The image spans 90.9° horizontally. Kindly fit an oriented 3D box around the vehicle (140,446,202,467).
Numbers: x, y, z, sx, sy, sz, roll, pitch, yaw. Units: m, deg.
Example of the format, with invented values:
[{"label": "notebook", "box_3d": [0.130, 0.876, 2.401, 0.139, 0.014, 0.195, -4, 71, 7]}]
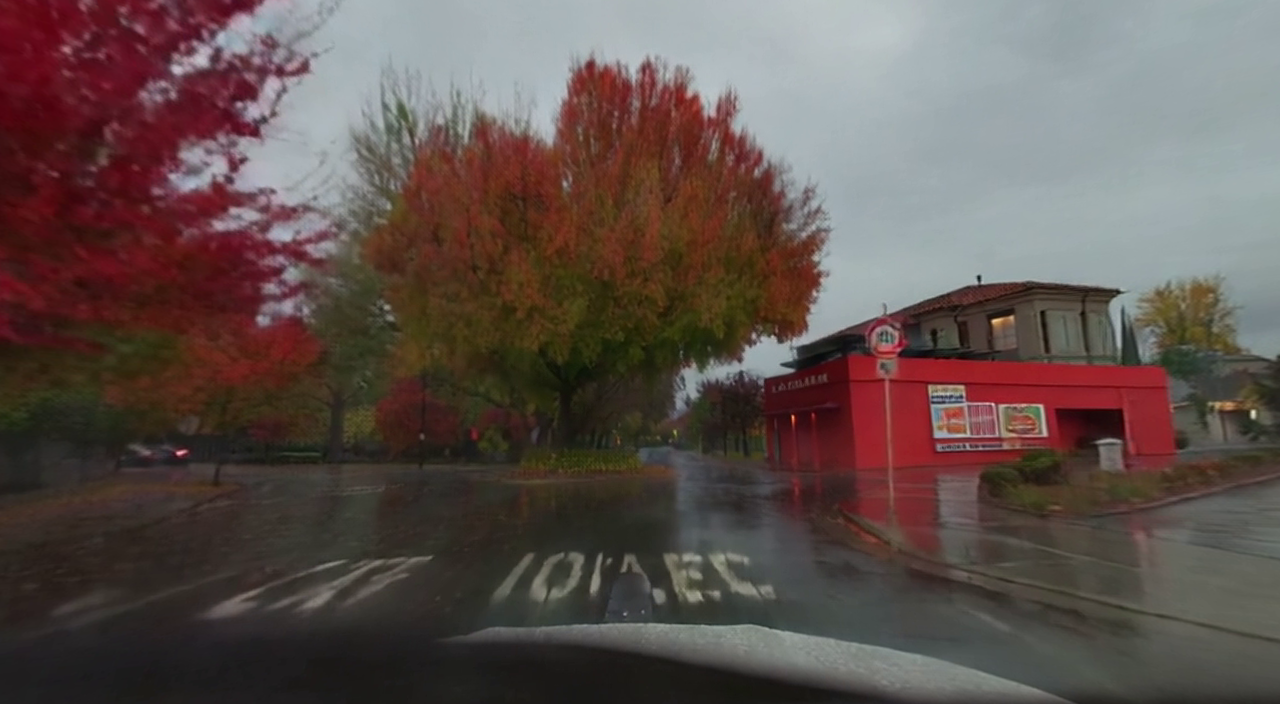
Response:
[{"label": "vehicle", "box_3d": [-34.929, 7.810, 47.012, 3.362, 1.404, 1.588, -2, -8, 0]}]
